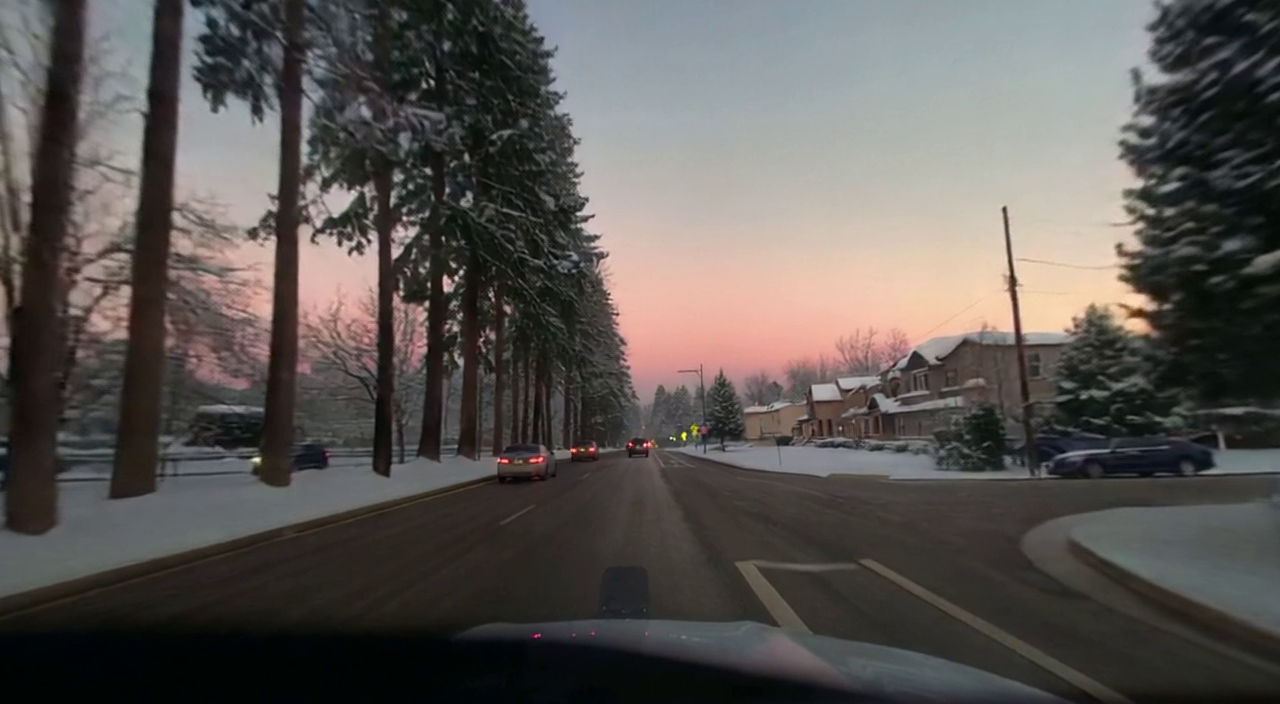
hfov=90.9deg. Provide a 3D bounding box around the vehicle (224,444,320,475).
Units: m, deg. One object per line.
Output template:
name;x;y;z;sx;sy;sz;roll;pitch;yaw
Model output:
vehicle;-19.939;5.821;34.487;2.041;1.566;5.174;0;-8;1

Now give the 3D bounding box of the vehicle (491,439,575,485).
vehicle;-3.723;3.925;22.914;2.188;1.473;4.651;0;-8;1

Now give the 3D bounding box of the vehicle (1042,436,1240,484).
vehicle;17.194;3.716;21.867;4.970;1.575;2.140;0;-8;2
